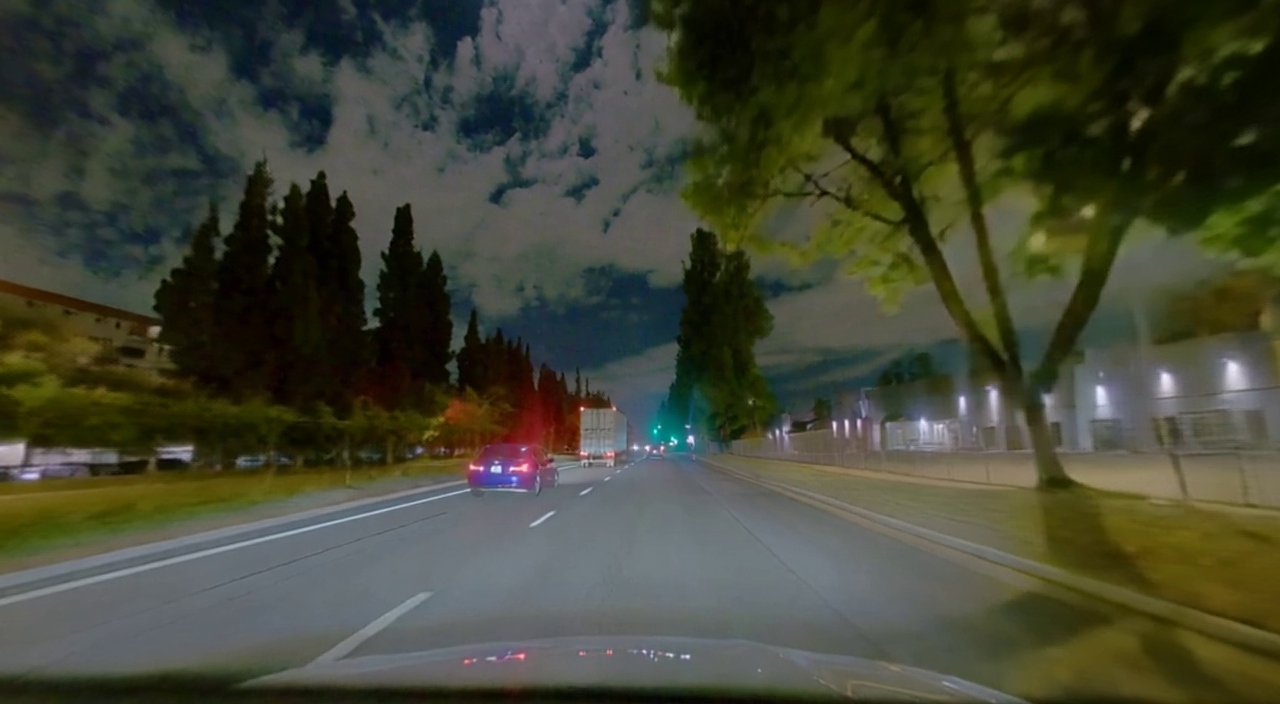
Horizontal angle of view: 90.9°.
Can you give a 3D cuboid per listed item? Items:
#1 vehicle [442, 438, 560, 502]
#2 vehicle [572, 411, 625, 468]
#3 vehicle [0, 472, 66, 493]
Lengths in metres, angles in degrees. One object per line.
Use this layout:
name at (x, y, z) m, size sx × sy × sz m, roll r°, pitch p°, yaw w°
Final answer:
vehicle at (-3.509, 3.057, 16.828) m, size 2.005 × 1.462 × 4.345 m, roll 0°, pitch -8°, yaw 2°
vehicle at (-2.515, 5.750, 41.197) m, size 2.746 × 3.276 × 8.572 m, roll 0°, pitch -8°, yaw 1°
vehicle at (-47.683, 10.163, 49.145) m, size 4.016 × 1.434 × 1.718 m, roll 0°, pitch -9°, yaw -3°
